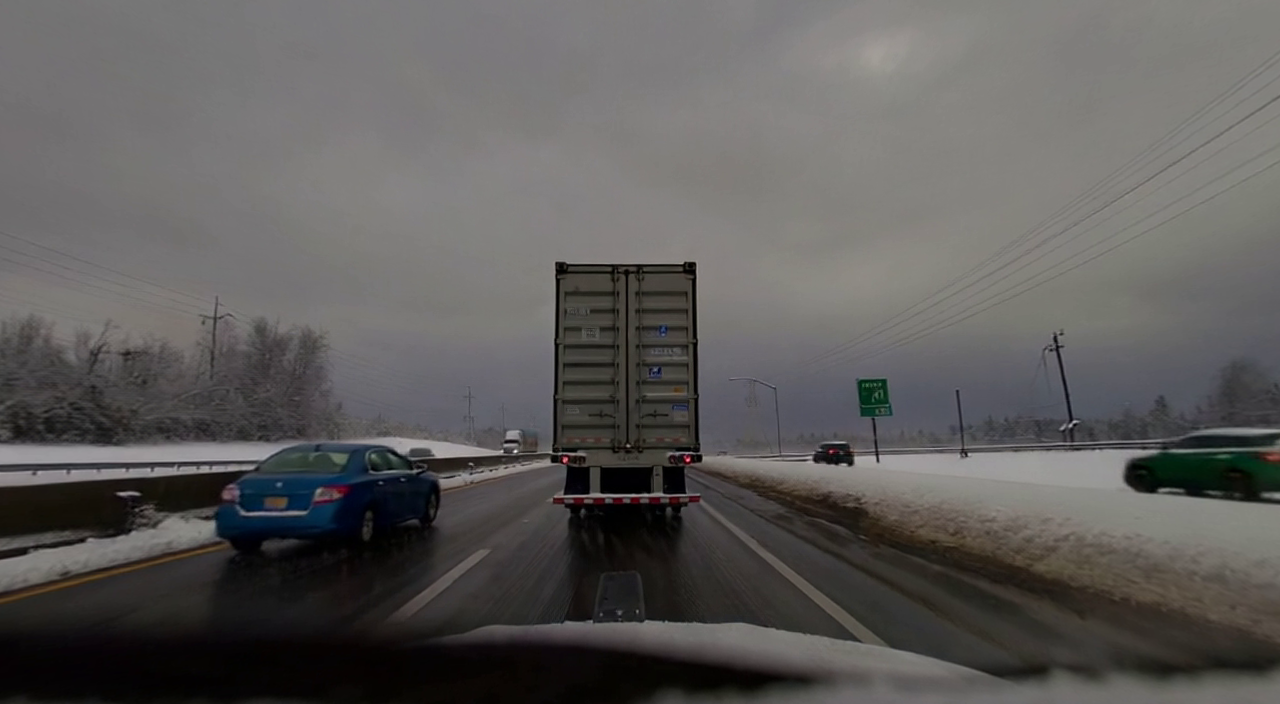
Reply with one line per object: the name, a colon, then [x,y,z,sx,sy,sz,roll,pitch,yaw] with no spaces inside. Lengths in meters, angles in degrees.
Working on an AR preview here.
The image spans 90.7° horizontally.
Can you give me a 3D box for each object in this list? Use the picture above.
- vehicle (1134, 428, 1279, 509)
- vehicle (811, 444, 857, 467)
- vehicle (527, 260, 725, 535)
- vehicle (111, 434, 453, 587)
vehicle: [13.424,2.450,13.594,2.020,1.546,4.336,0,-9,-1]
vehicle: [12.752,6.799,41.748,1.766,1.452,3.703,0,-9,-2]
vehicle: [-0.213,1.505,15.338,2.841,4.071,12.046,0,-9,0]
vehicle: [-4.211,1.913,8.571,1.993,1.475,4.540,0,-9,0]
